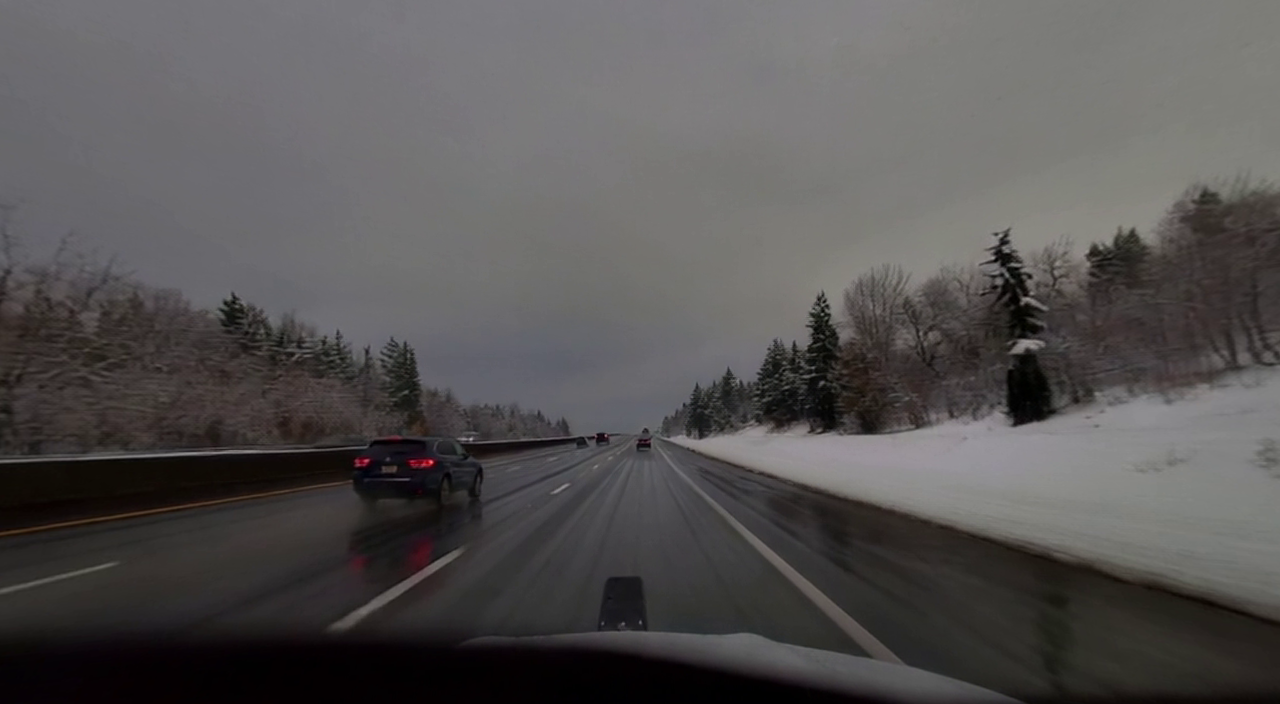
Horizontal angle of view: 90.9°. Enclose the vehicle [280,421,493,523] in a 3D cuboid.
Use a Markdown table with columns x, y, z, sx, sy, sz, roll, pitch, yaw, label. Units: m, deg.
| x | y | z | sx | sy | sz | roll | pitch | yaw | label |
| --- | --- | --- | --- | --- | --- | --- | --- | --- | --- |
| -4.482 | 2.203 | 12.151 | 2.071 | 1.556 | 4.729 | 0 | -8 | 1 | vehicle |
